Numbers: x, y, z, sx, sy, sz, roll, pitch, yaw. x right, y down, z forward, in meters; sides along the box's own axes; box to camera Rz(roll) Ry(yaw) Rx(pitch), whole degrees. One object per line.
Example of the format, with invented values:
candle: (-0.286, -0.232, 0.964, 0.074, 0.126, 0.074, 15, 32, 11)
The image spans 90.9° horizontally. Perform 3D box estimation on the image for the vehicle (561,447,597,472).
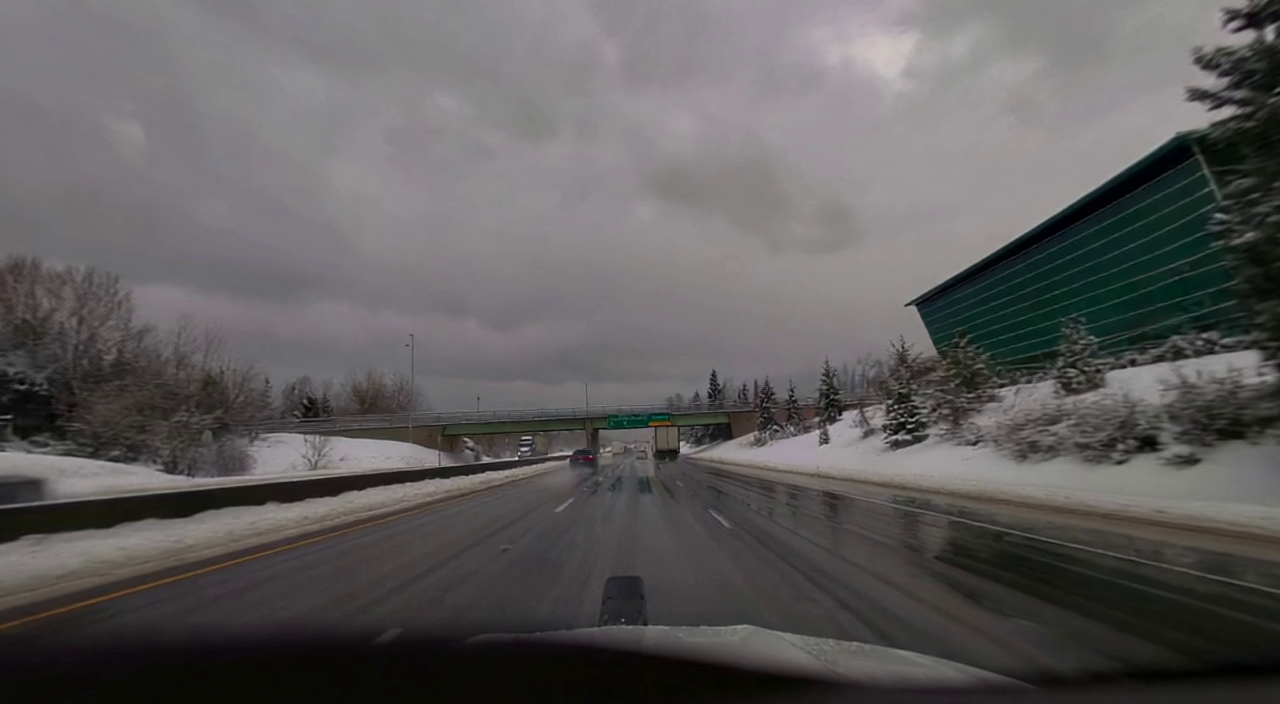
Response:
vehicle: (-3.978, 7.132, 41.927, 2.042, 1.506, 4.211, 0, -9, -1)
